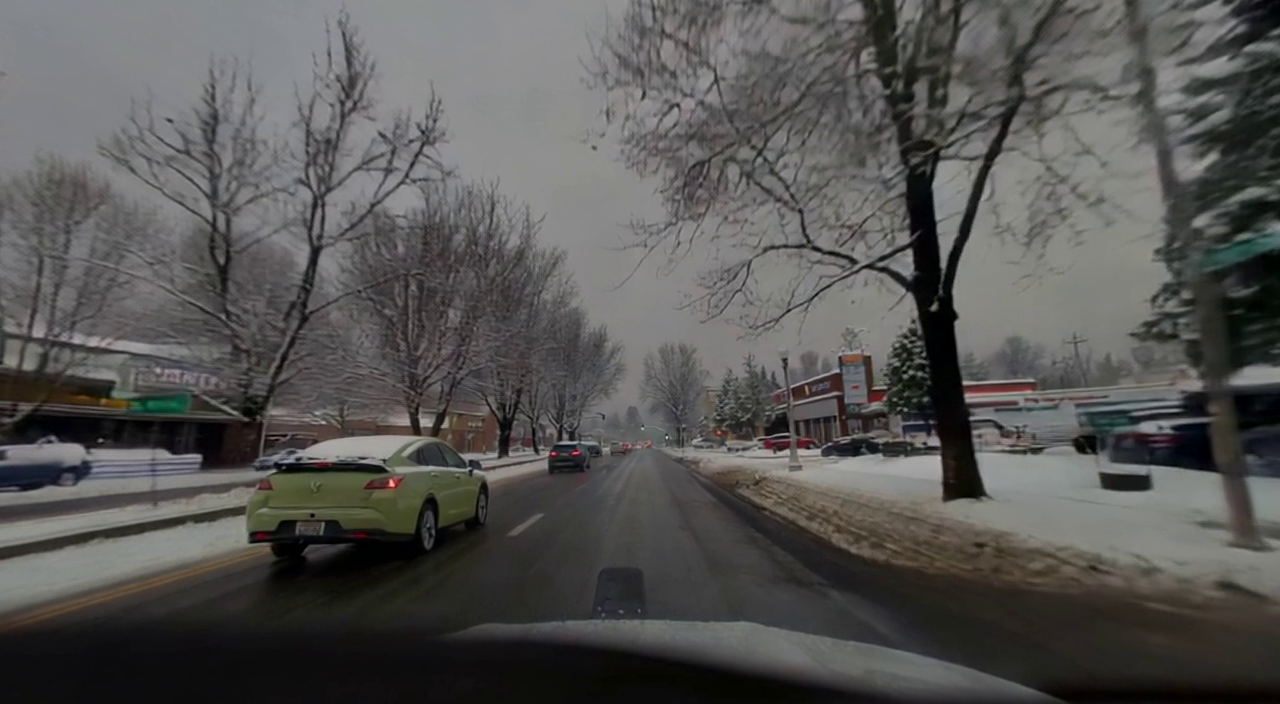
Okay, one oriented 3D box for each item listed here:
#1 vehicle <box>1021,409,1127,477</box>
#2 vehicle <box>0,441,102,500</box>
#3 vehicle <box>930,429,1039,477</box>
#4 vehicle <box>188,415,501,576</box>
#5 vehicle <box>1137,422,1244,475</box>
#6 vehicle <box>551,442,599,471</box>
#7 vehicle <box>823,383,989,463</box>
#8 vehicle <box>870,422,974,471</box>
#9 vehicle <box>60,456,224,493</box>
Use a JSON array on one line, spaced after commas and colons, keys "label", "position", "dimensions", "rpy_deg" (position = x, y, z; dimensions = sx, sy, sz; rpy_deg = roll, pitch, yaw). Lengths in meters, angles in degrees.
[{"label": "vehicle", "position": [14.825, 3.103, 21.485], "dimensions": [2.031, 2.064, 4.681], "rpy_deg": [-9, -12, 44]}, {"label": "vehicle", "position": [-25.484, 4.761, 25.219], "dimensions": [2.214, 2.238, 6.591], "rpy_deg": [-4, -9, 1]}, {"label": "vehicle", "position": [12.368, 3.583, 22.541], "dimensions": [2.090, 1.501, 4.732], "rpy_deg": [-8, -12, 43]}, {"label": "vehicle", "position": [-3.577, 1.839, 8.898], "dimensions": [2.126, 1.655, 4.560], "rpy_deg": [0, -9, 1]}, {"label": "vehicle", "position": [18.763, 3.264, 21.474], "dimensions": [4.374, 1.588, 2.068], "rpy_deg": [8, -11, -41]}, {"label": "vehicle", "position": [-3.390, 5.557, 33.761], "dimensions": [1.955, 1.461, 4.396], "rpy_deg": [0, -9, 1]}, {"label": "vehicle", "position": [15.570, 4.262, 37.509], "dimensions": [8.300, 4.310, 2.832], "rpy_deg": [-2, -9, 1]}, {"label": "vehicle", "position": [11.911, 3.967, 26.486], "dimensions": [5.297, 1.843, 2.097], "rpy_deg": [8, -12, -44]}, {"label": "vehicle", "position": [-25.326, 6.260, 32.723], "dimensions": [2.650, 1.471, 7.080], "rpy_deg": [-3, -9, 2]}]
